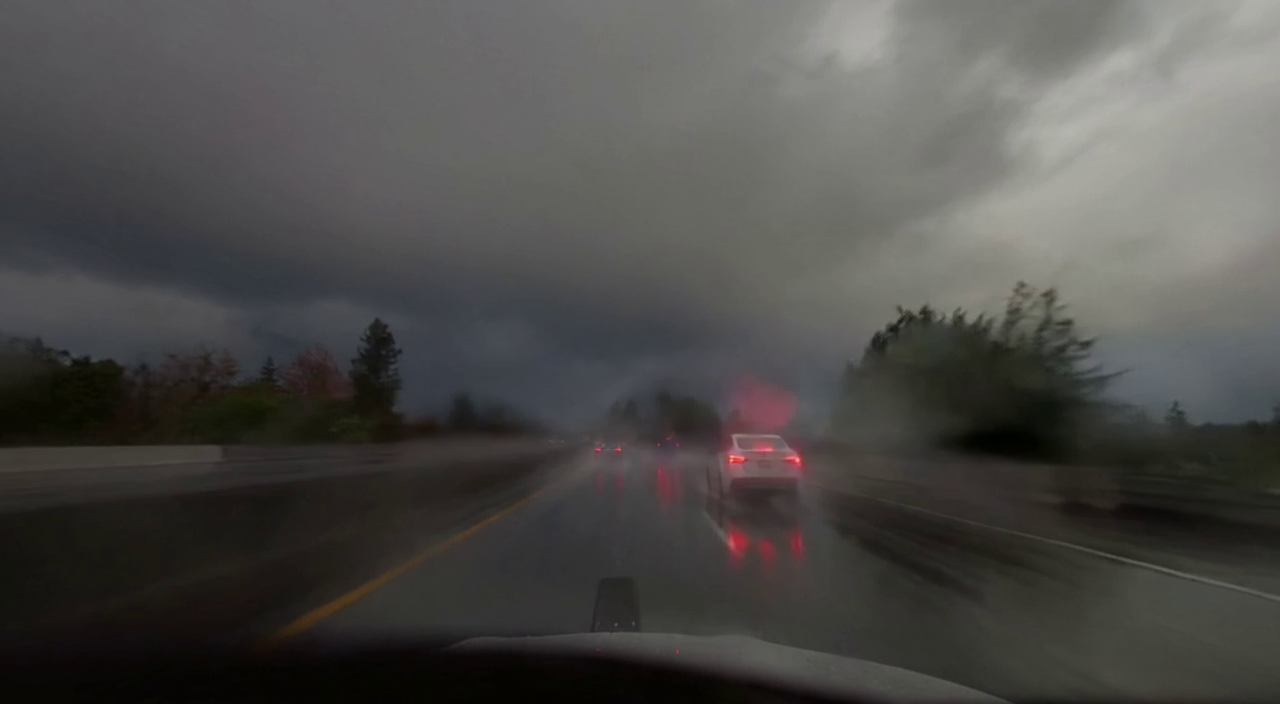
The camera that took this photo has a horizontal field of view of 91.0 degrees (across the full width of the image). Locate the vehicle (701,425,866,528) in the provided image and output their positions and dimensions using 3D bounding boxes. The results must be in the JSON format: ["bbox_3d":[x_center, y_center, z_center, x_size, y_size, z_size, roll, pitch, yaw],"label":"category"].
[{"bbox_3d":[2.490,2.319,12.435,2.055,1.566,5.046,-1,-8,0],"label":"vehicle"}]

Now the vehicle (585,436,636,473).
[{"bbox_3d":[-1.334,4.710,29.205,2.178,1.559,4.254,0,-8,-2],"label":"vehicle"}]

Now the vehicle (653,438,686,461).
[{"bbox_3d":[2.070,7.052,45.485,2.146,1.546,3.796,0,-8,-1],"label":"vehicle"}]
